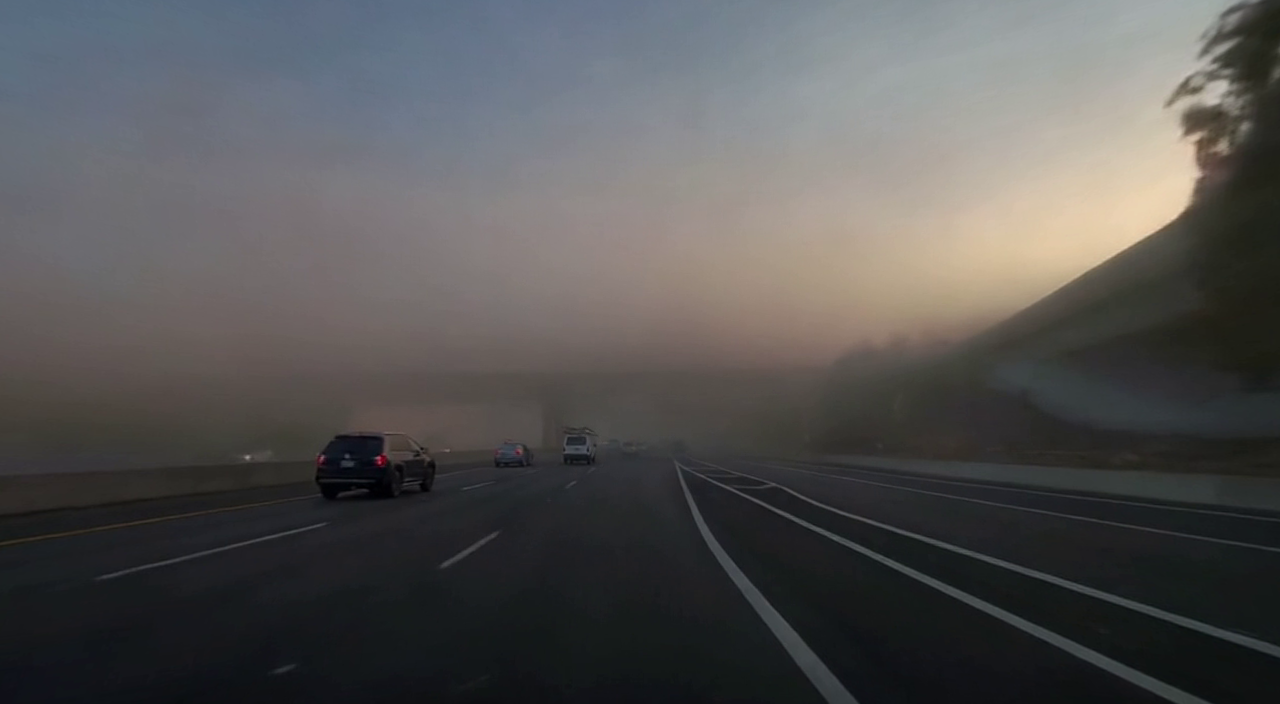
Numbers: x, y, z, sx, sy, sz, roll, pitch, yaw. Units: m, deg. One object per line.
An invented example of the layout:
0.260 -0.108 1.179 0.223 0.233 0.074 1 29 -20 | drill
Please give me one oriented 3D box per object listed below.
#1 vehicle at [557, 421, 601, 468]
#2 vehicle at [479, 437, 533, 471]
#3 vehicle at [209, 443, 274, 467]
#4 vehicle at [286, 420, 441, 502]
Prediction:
-3.954 6.117 41.642 2.301 2.843 6.458 0 -9 0 | vehicle
-7.581 5.815 35.935 2.109 1.784 4.709 0 -9 -1 | vehicle
-30.057 7.779 47.532 1.811 1.651 4.601 0 -9 0 | vehicle
-7.452 2.996 17.579 2.179 1.948 4.618 0 -9 0 | vehicle
